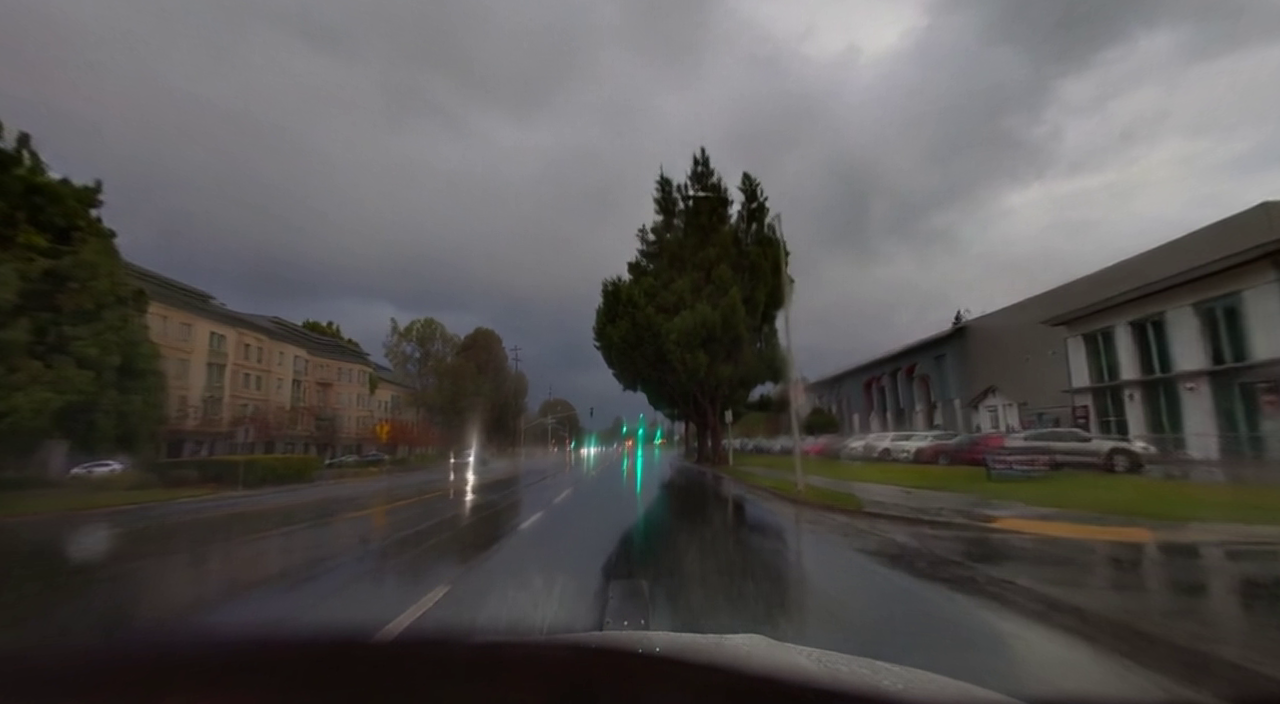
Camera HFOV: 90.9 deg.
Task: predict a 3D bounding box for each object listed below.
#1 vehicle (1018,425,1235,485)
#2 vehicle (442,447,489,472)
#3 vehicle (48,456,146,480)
[{"bbox_3d":[14.221,3.019,18.641,4.854,1.649,1.886,0,-8,-2],"label":"vehicle"},{"bbox_3d":[-12.133,7.483,44.131,2.096,1.509,4.666,-1,-8,-1],"label":"vehicle"},{"bbox_3d":[-39.674,8.450,46.153,5.232,1.633,1.950,0,-8,-3],"label":"vehicle"}]
